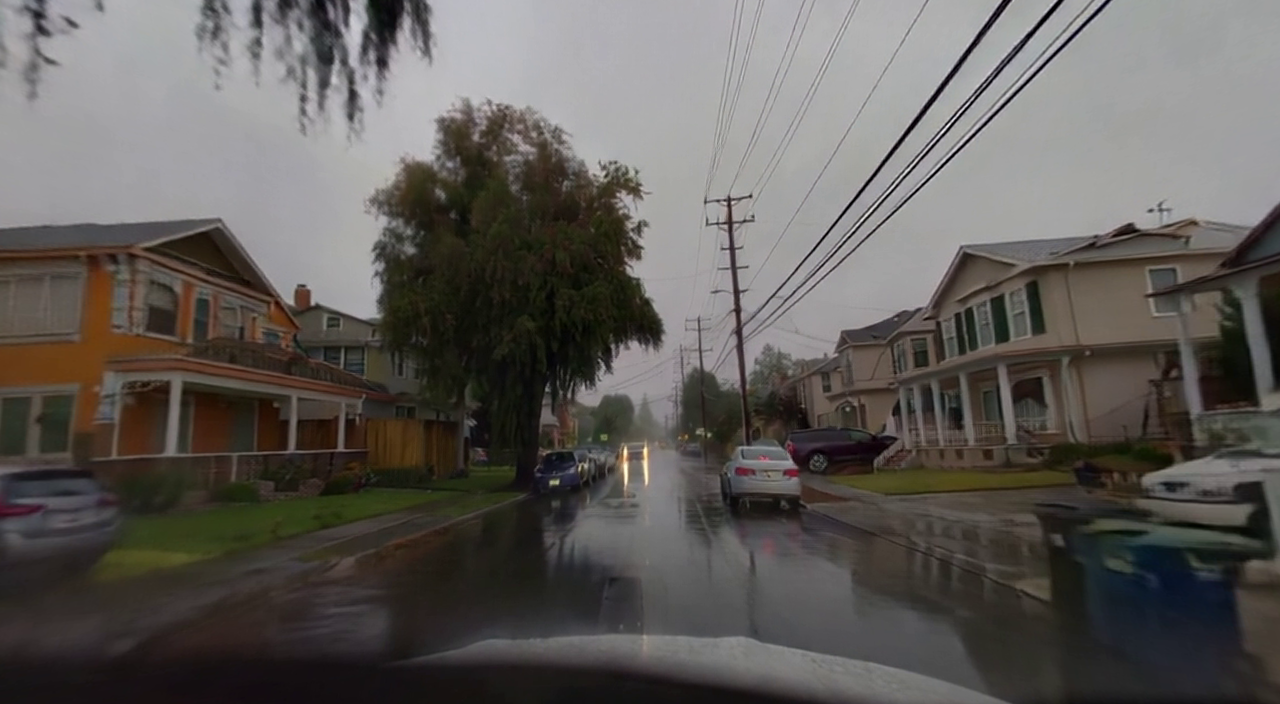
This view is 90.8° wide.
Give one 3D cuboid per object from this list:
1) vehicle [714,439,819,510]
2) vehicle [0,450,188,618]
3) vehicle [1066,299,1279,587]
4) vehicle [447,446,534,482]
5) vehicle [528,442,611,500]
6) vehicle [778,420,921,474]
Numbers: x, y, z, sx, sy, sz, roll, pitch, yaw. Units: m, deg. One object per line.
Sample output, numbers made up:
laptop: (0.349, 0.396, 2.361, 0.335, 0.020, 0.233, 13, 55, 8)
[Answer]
vehicle: (3.297, 3.239, 17.411, 2.043, 1.631, 4.613, -1, -7, 2)
vehicle: (-8.919, 2.216, 8.247, 4.432, 1.739, 2.097, 0, -6, 2)
vehicle: (7.541, 0.765, 5.519, 5.974, 2.066, 2.152, 0, -7, 2)
vehicle: (-8.080, 6.045, 34.420, 4.088, 1.779, 2.109, -1, -6, 5)
vehicle: (-2.588, 4.509, 24.497, 2.204, 1.655, 4.813, -9, -8, 2)
vehicle: (8.793, 4.033, 26.958, 5.274, 2.170, 2.205, 0, -8, 0)
